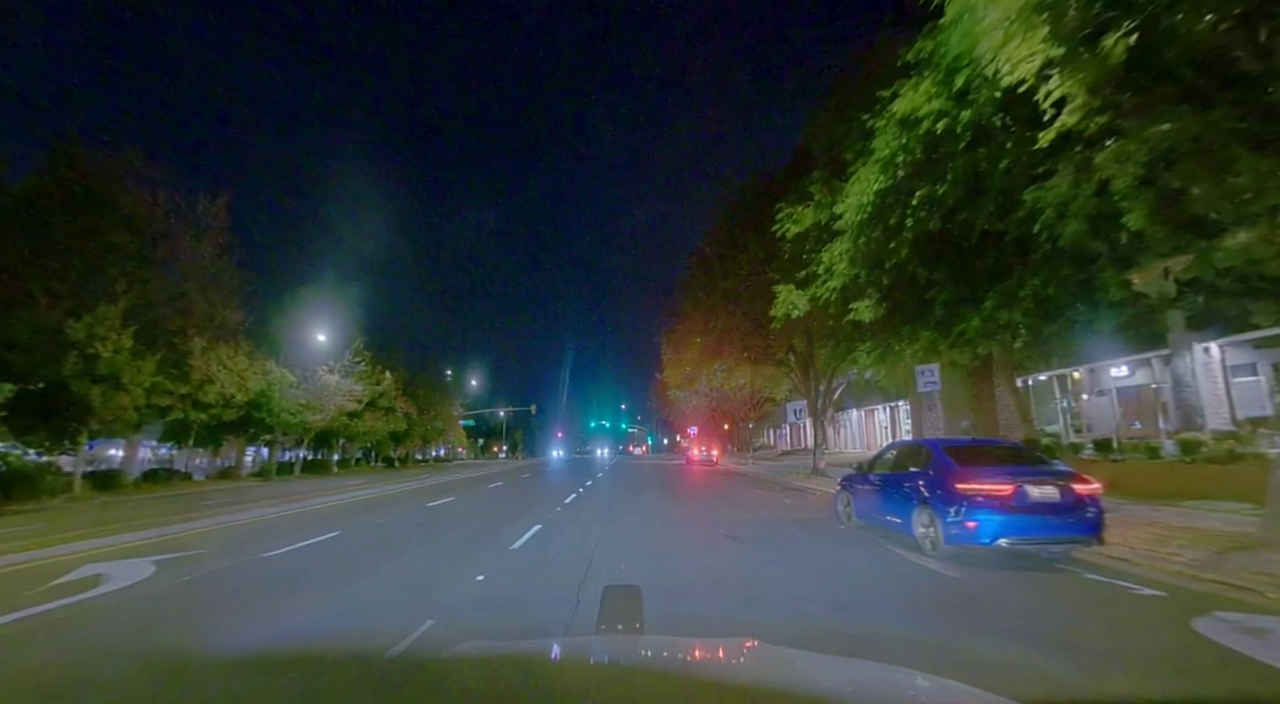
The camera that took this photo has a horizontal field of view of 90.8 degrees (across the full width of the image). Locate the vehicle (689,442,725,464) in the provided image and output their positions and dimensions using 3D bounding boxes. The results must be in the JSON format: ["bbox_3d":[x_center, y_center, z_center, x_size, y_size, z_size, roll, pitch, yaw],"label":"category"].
[{"bbox_3d":[4.647,7.082,44.384,1.942,1.469,4.049,0,-9,-3],"label":"vehicle"}]

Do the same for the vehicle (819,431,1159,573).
[{"bbox_3d":[4.325,1.920,9.015,2.093,1.446,4.761,0,-8,-1],"label":"vehicle"}]
